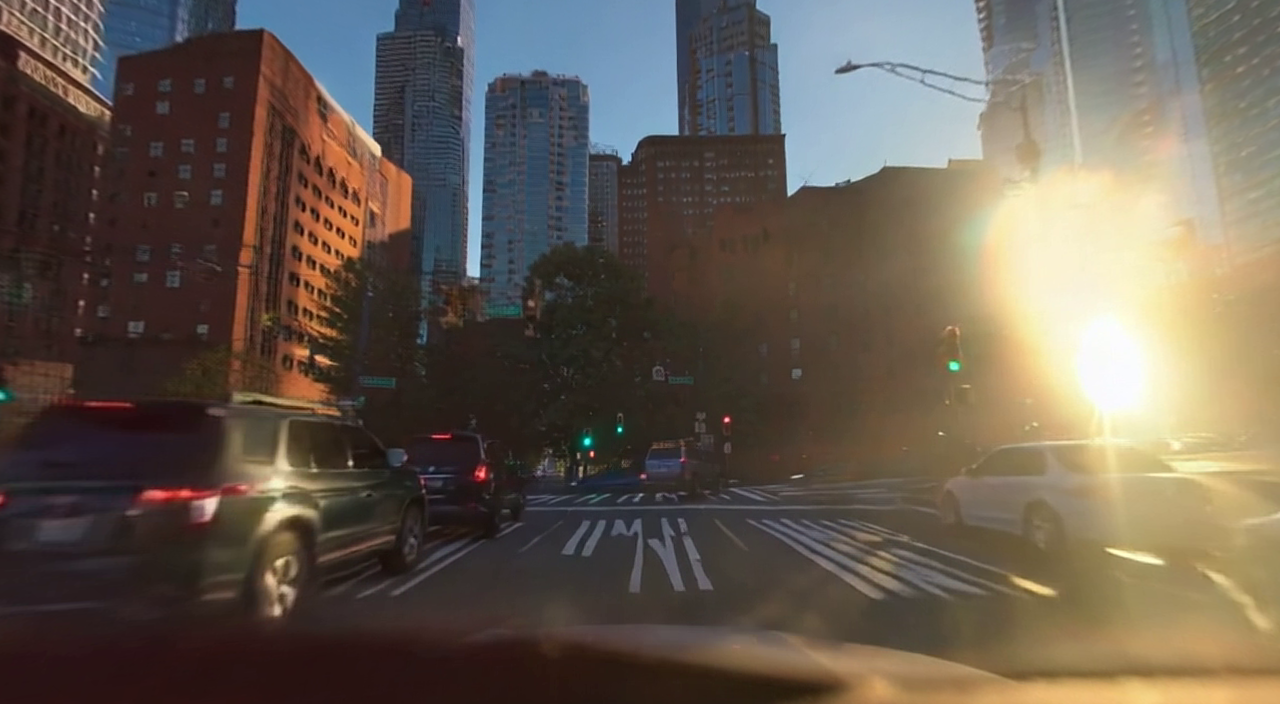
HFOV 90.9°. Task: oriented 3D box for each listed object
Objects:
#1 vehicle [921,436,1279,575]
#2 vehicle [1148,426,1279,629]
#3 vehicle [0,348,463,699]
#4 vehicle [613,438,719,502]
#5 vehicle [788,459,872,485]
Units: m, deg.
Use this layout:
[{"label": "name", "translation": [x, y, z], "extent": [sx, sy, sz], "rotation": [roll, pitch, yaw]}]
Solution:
[{"label": "vehicle", "translation": [6.044, 1.968, 8.946], "extent": [2.056, 1.460, 4.358], "rotation": [0, -9, 0]}, {"label": "vehicle", "translation": [5.818, 1.165, 3.686], "extent": [1.919, 1.529, 4.558], "rotation": [0, -9, 1]}, {"label": "vehicle", "translation": [-3.385, 1.294, 6.004], "extent": [1.977, 1.887, 5.068], "rotation": [0, -9, -1]}, {"label": "vehicle", "translation": [1.018, 3.713, 20.358], "extent": [2.328, 1.746, 5.072], "rotation": [-3, -9, 15]}, {"label": "vehicle", "translation": [11.234, 7.123, 37.428], "extent": [4.371, 1.439, 1.818], "rotation": [0, -9, -1]}]
